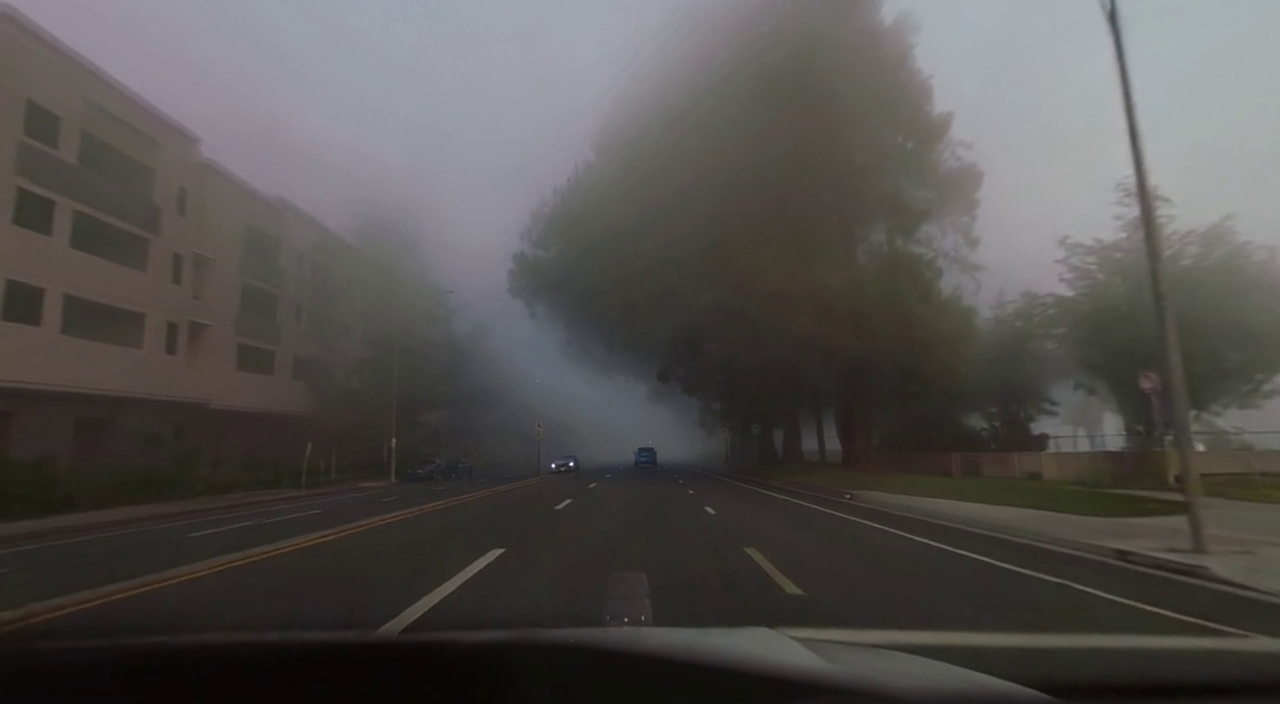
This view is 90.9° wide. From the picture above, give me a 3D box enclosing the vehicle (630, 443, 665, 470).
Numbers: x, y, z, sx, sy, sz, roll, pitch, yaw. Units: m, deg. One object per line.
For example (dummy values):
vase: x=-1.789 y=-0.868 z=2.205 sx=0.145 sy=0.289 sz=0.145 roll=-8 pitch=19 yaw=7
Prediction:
vehicle: x=0.491 y=6.841 z=41.445 sx=2.200 sy=1.653 sz=4.127 roll=0 pitch=-8 yaw=1
